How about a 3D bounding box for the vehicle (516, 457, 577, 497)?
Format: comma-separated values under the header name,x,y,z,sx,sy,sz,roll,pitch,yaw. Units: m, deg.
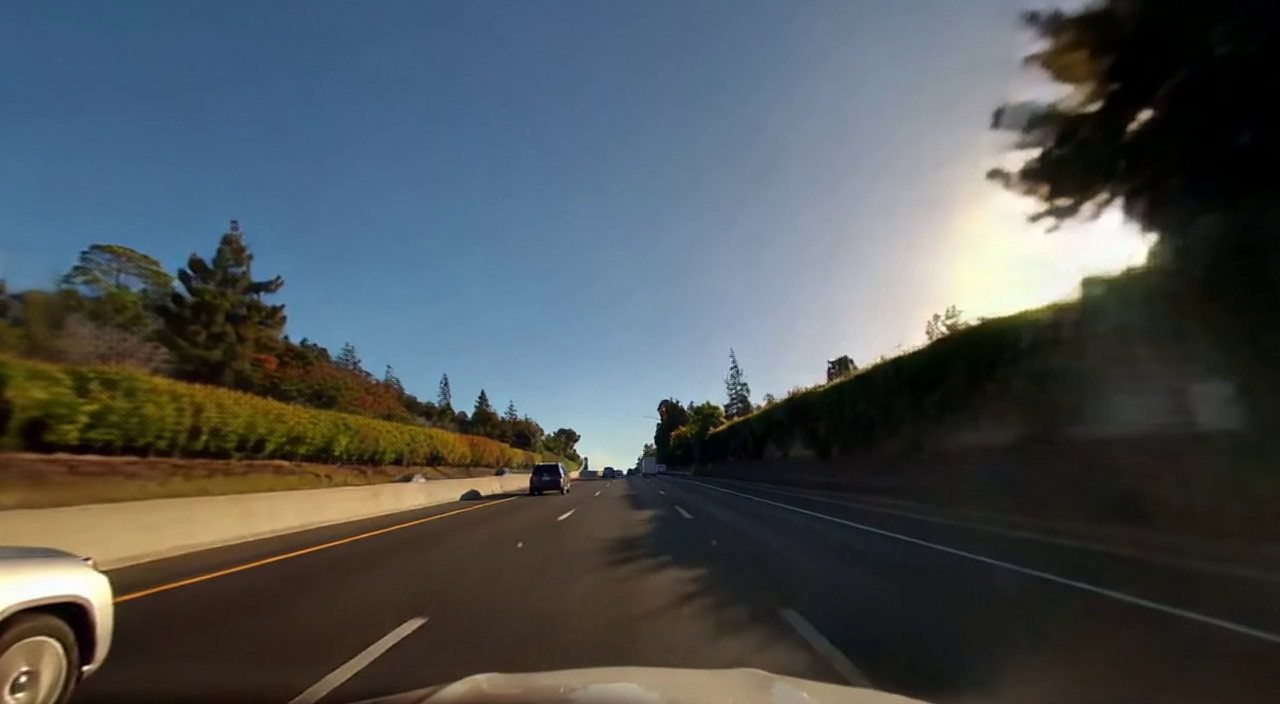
name,x,y,z,sx,sy,sz,roll,pitch,yaw
vehicle,-4.419,5.999,30.498,2.178,1.736,4.847,1,-10,0
